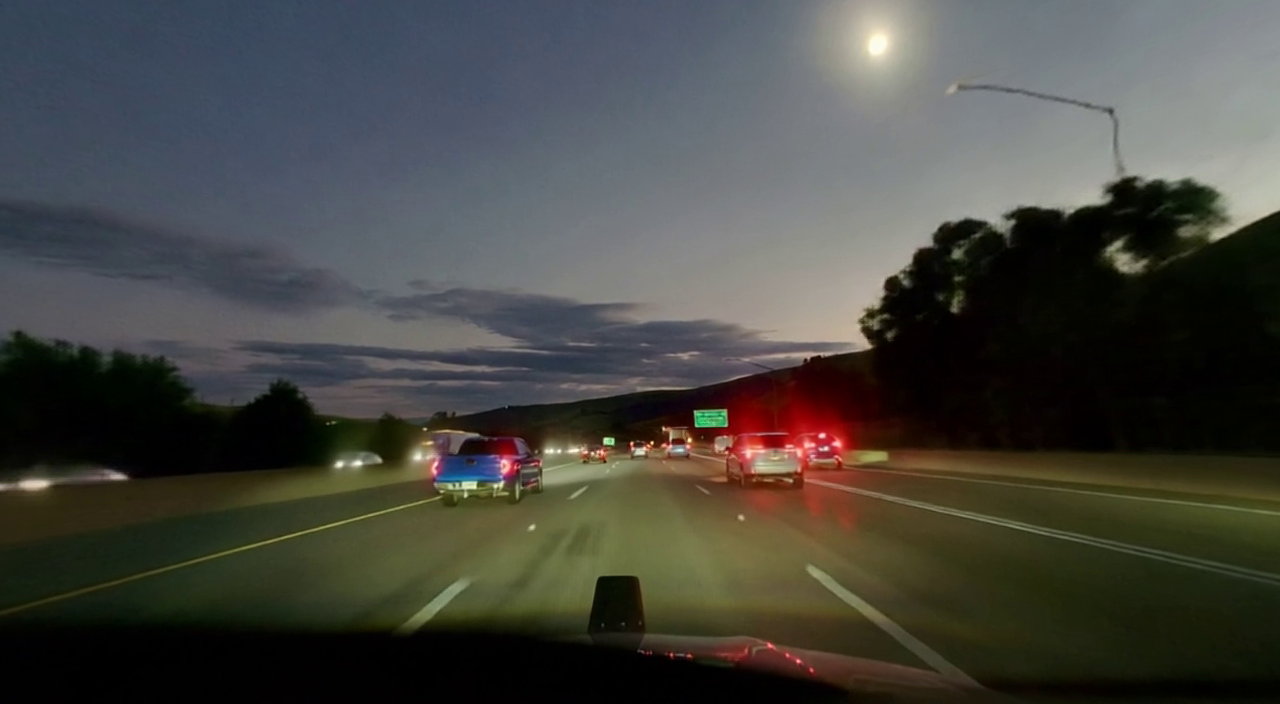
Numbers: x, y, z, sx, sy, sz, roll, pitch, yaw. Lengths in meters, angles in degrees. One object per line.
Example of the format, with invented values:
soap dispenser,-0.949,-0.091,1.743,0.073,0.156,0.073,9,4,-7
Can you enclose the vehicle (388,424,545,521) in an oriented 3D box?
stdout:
vehicle,-3.817,2.757,15.076,2.227,1.853,5.161,-1,-8,1

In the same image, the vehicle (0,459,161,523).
vehicle,-17.191,4.066,18.969,1.902,1.532,4.646,-1,-8,0

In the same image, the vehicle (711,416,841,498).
vehicle,3.645,2.974,18.277,2.424,1.952,5.611,-1,-8,-1

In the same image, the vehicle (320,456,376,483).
vehicle,-20.834,8.408,45.209,1.872,1.693,4.572,-1,-8,0

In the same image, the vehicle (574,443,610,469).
vehicle,-3.446,7.536,45.988,2.235,1.785,4.386,-1,-8,1
